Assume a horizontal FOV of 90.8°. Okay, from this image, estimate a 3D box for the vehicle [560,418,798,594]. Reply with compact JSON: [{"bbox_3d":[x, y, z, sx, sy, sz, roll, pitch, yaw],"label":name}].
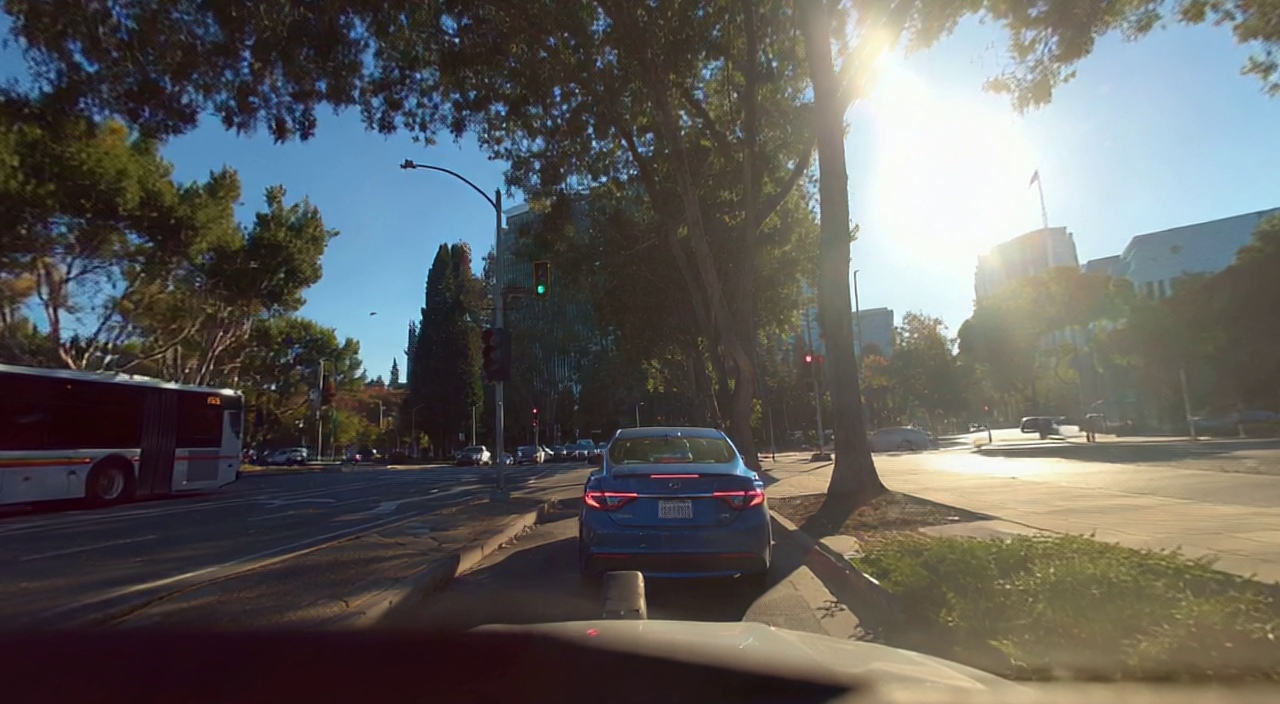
[{"bbox_3d":[0.372,1.613,7.409,2.035,1.499,3.799,0,-8,1],"label":"vehicle"}]
